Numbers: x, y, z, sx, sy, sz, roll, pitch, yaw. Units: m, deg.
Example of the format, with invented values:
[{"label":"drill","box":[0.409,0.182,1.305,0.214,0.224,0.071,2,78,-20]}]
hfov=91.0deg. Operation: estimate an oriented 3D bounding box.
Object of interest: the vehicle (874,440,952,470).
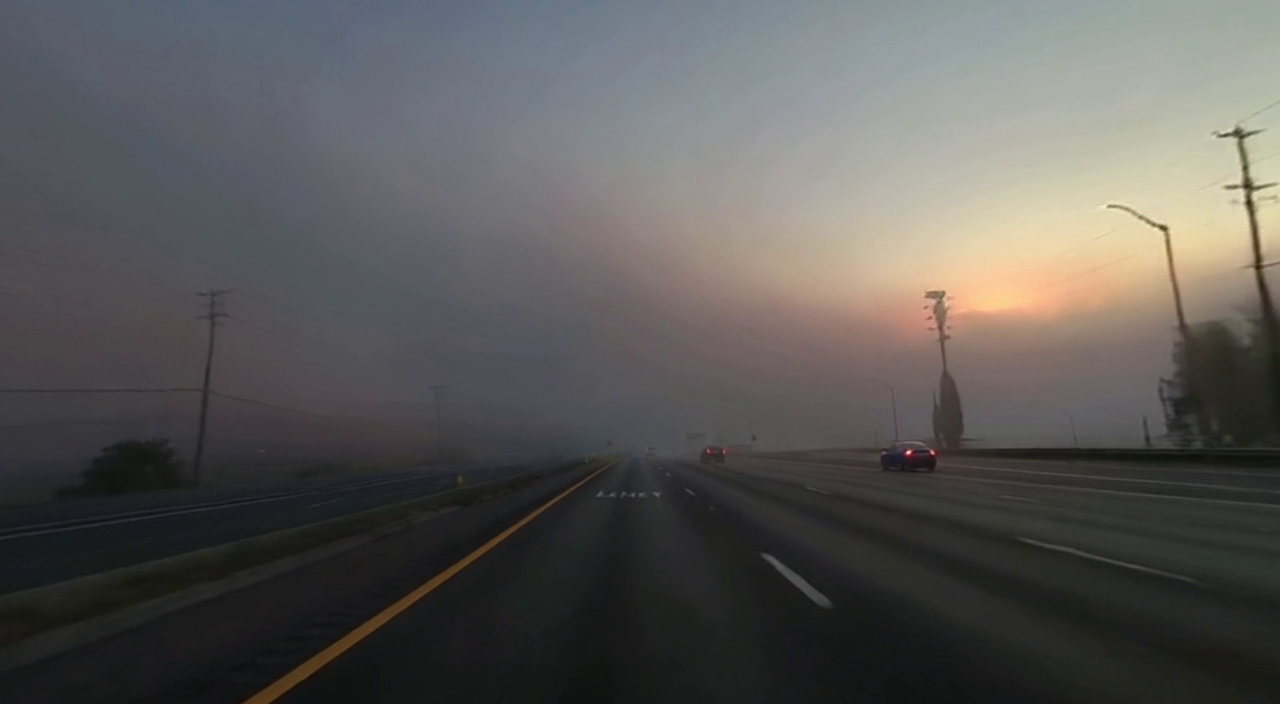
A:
[{"label":"vehicle","box":[14.569,5.511,33.873,2.089,1.484,4.573,0,-9,-1]}]
